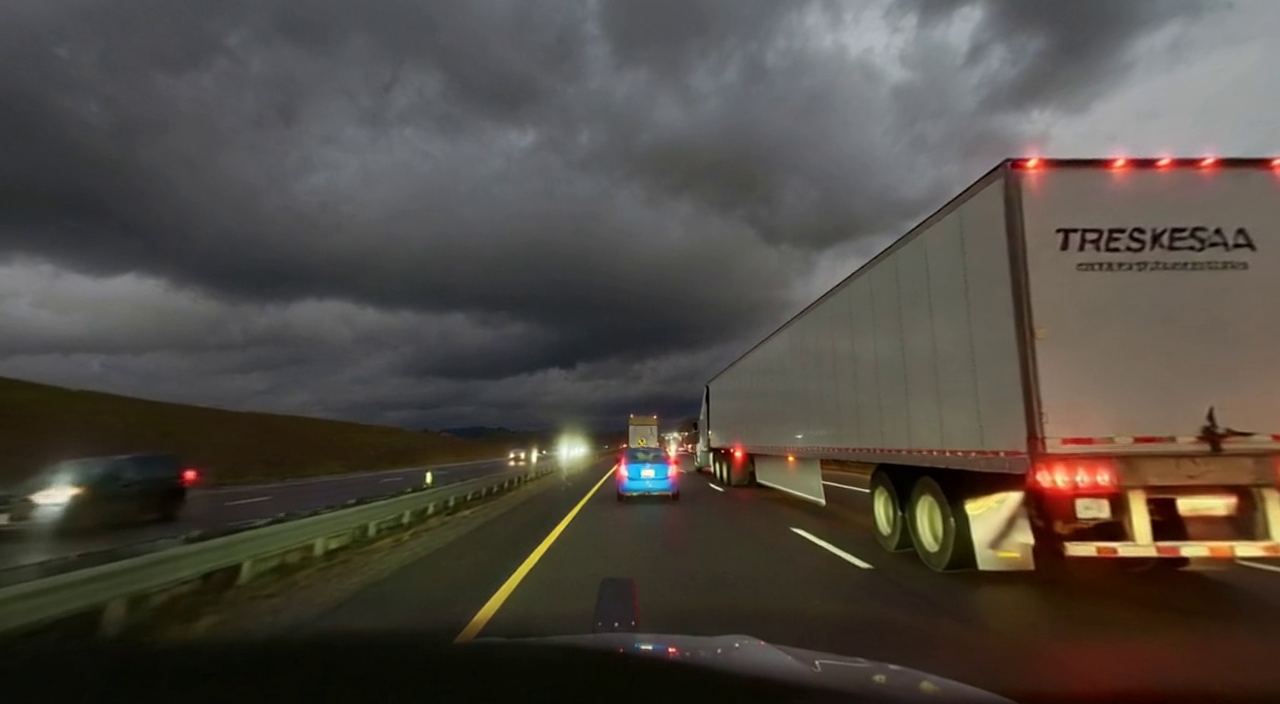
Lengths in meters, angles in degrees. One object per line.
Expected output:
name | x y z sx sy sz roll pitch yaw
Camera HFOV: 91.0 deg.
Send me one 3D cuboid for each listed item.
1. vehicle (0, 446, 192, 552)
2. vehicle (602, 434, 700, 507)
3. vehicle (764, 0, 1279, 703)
vehicle | -11.638 2.801 12.744 1.988 1.727 4.217 -1 -8 0
vehicle | 0.236 2.771 15.210 2.045 1.507 3.763 -1 -8 0
vehicle | 4.544 0.361 8.251 3.235 4.197 9.908 0 -8 -3
